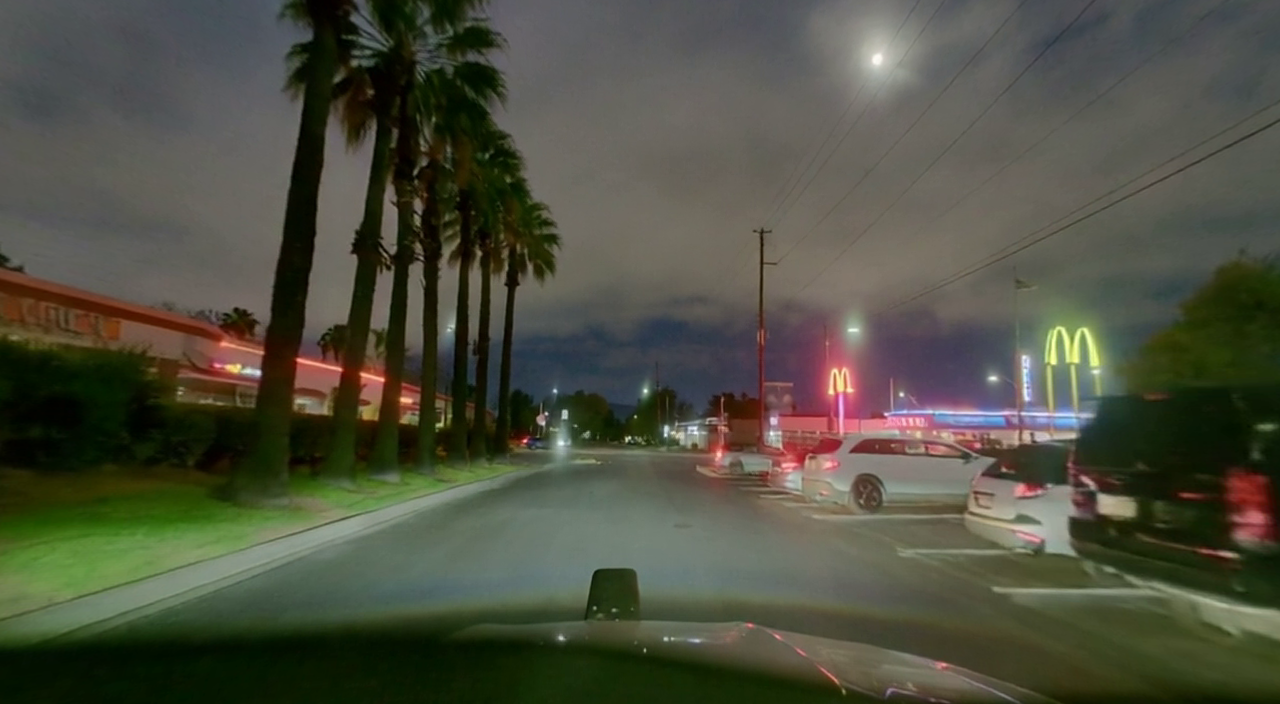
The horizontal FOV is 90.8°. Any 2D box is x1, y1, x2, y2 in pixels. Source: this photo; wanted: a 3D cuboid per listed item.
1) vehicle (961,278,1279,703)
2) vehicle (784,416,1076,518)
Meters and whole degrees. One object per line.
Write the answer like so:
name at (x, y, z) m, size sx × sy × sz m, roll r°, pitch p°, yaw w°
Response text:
vehicle at (5.811, 0.876, 4.367) m, size 5.866 × 2.185 × 2.322 m, roll 0°, pitch -8°, yaw -1°
vehicle at (5.460, 2.215, 12.380) m, size 4.743 × 1.800 × 1.952 m, roll 1°, pitch -8°, yaw -3°
